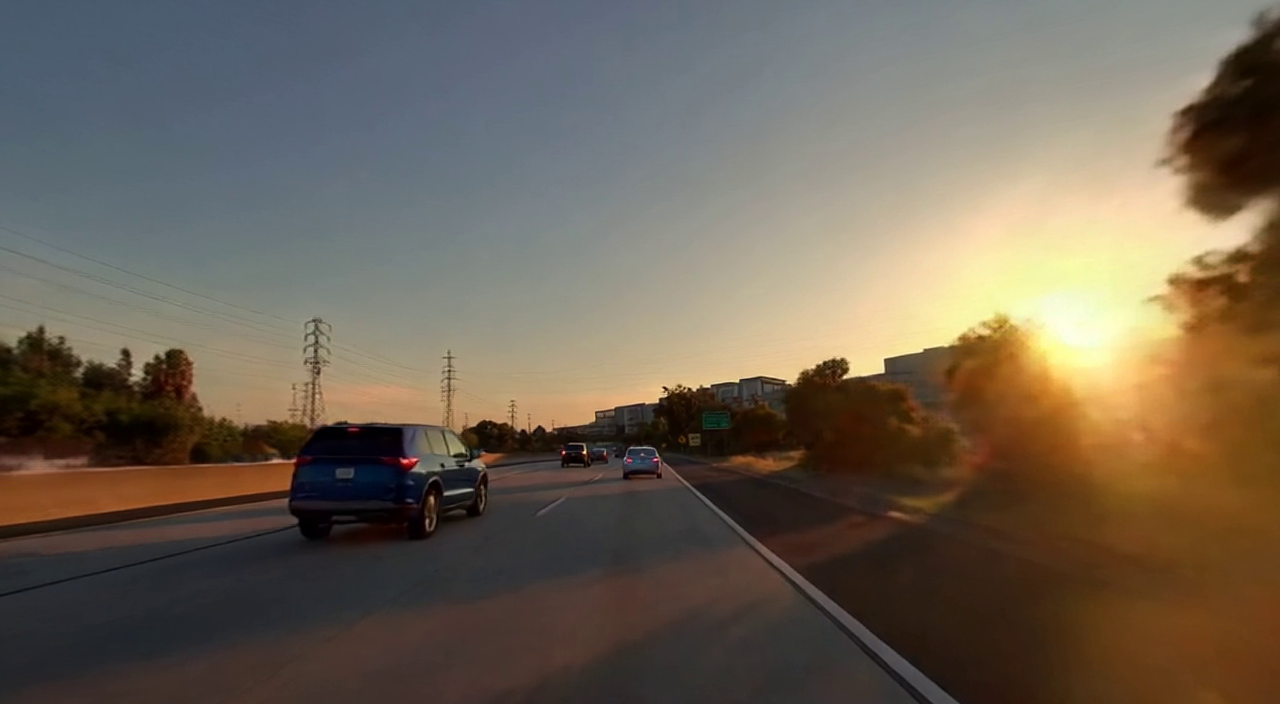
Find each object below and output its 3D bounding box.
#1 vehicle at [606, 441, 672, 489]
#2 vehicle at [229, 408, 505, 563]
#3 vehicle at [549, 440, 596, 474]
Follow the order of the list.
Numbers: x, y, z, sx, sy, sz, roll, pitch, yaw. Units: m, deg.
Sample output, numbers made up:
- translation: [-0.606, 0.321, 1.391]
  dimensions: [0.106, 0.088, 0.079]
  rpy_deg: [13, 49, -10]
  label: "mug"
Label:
- translation: [-0.031, 3.840, 21.711]
  dimensions: [2.047, 1.473, 3.978]
  rpy_deg: [0, -8, 0]
  label: "vehicle"
- translation: [-3.693, 1.899, 9.705]
  dimensions: [2.133, 1.789, 4.518]
  rpy_deg: [-1, -8, 1]
  label: "vehicle"
- translation: [-3.614, 5.721, 34.622]
  dimensions: [1.993, 1.717, 4.321]
  rpy_deg: [-1, -8, 2]
  label: "vehicle"
